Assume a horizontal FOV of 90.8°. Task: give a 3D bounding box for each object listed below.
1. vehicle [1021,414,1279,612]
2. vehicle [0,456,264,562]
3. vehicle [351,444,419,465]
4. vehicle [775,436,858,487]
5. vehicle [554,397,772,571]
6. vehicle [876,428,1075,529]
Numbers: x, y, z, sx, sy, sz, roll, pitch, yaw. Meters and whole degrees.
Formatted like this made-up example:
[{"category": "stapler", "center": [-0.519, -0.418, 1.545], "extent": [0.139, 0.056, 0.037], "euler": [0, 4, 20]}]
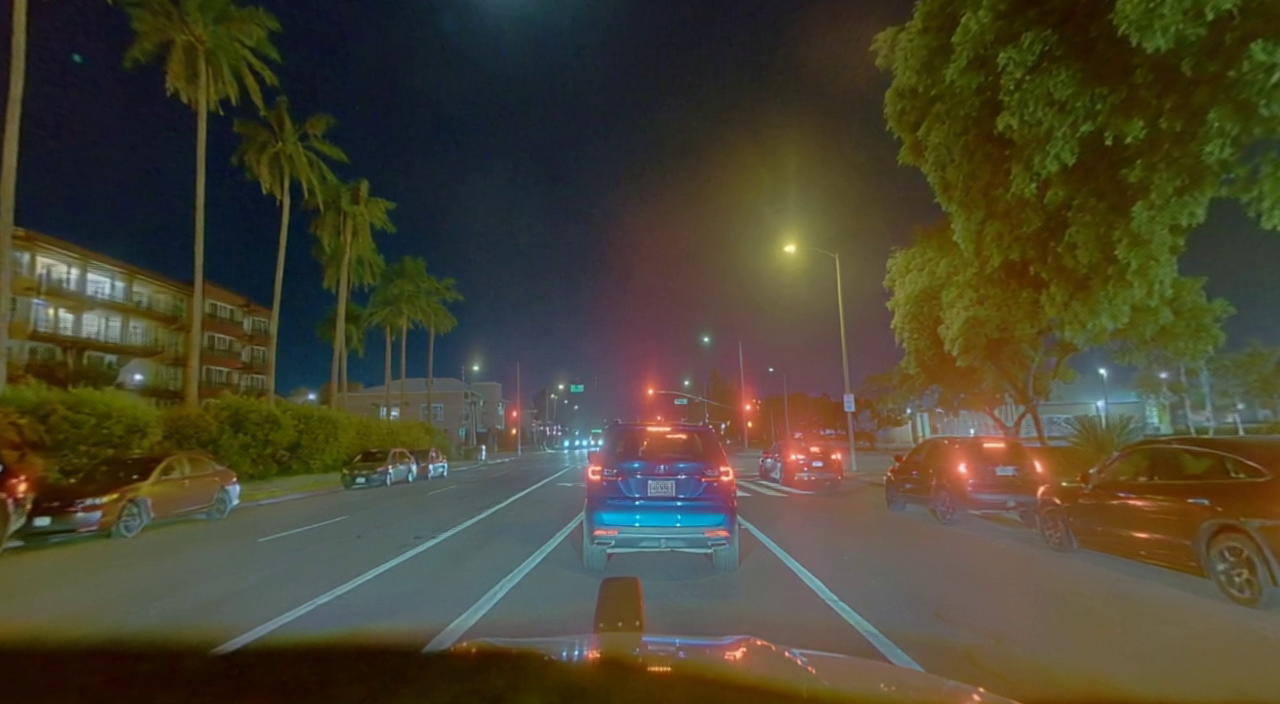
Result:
[{"category": "vehicle", "center": [6.441, 1.599, 6.927], "extent": [1.935, 1.672, 4.139], "euler": [0, -8, 1]}, {"category": "vehicle", "center": [-9.583, 2.807, 11.978], "extent": [2.054, 1.467, 4.595], "euler": [-3, -9, 1]}, {"category": "vehicle", "center": [-18.763, 7.573, 46.658], "extent": [1.759, 1.457, 4.297], "euler": [-7, -11, 38]}, {"category": "vehicle", "center": [6.506, 4.070, 23.758], "extent": [1.948, 1.729, 4.023], "euler": [0, -8, 0]}, {"category": "vehicle", "center": [0.265, 1.691, 8.792], "extent": [2.264, 1.798, 4.258], "euler": [0, -8, 1]}, {"category": "vehicle", "center": [6.669, 2.525, 13.245], "extent": [1.930, 1.736, 4.329], "euler": [-1, -8, 3]}]
